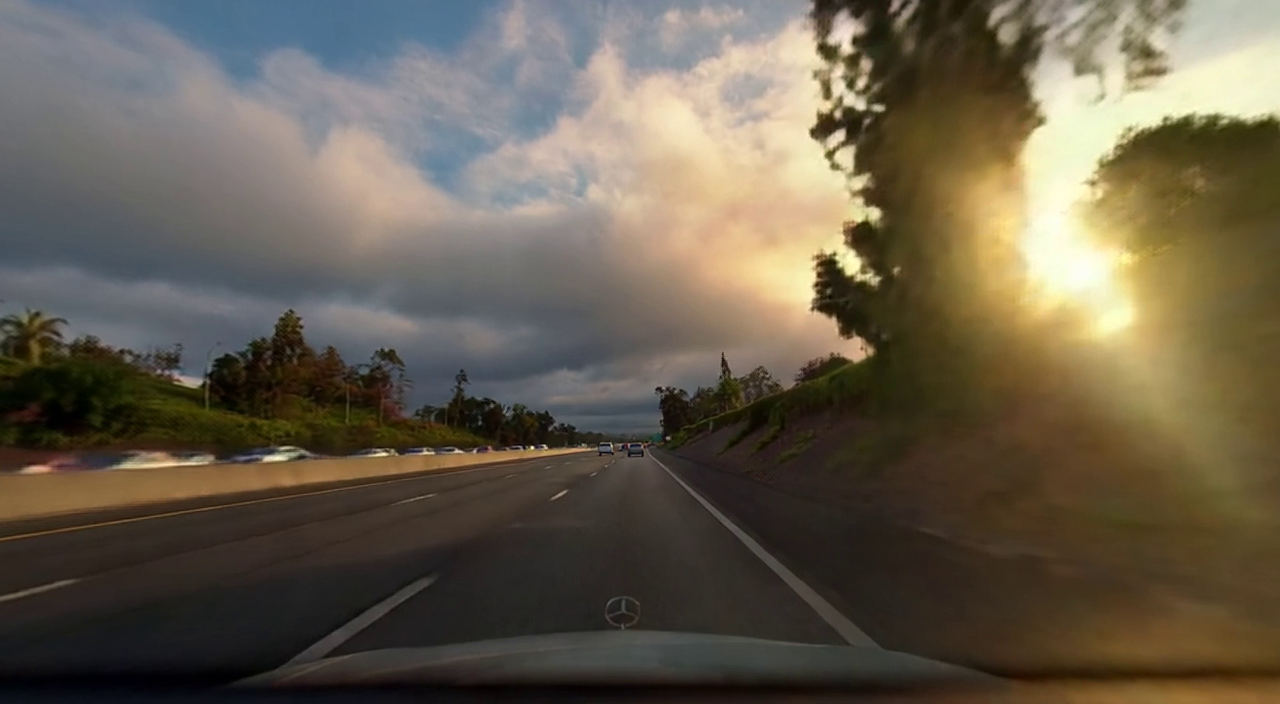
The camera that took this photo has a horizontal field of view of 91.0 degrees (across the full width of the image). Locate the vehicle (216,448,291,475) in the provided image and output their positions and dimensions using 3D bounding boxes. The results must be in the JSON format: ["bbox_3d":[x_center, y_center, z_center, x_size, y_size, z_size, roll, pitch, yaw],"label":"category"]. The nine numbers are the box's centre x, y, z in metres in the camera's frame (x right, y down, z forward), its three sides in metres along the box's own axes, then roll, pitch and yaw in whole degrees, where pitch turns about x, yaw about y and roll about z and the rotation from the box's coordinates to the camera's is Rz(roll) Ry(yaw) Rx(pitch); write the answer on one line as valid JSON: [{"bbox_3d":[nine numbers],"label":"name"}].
[{"bbox_3d":[-26.143,7.395,42.803,2.050,1.749,4.770,0,-9,1],"label":"vehicle"}]

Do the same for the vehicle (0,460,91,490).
[{"bbox_3d":[-33.360,6.753,34.919,1.804,1.475,4.380,0,-9,0],"label":"vehicle"}]
